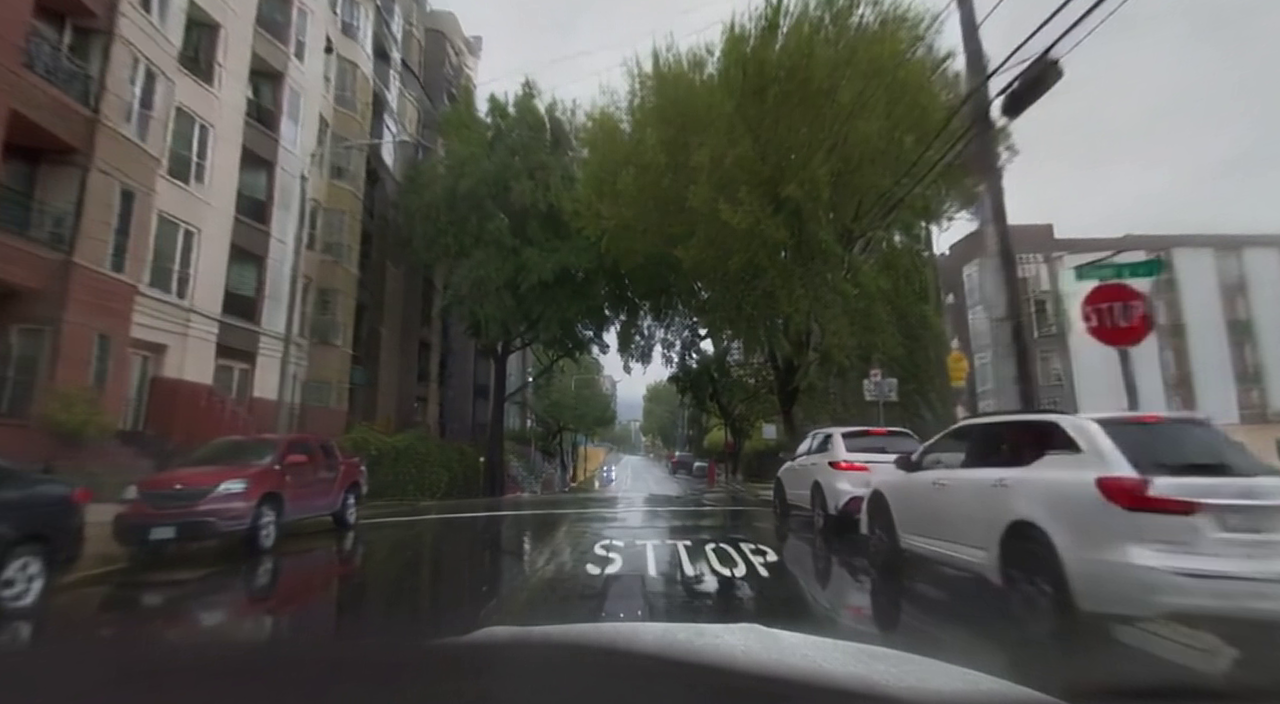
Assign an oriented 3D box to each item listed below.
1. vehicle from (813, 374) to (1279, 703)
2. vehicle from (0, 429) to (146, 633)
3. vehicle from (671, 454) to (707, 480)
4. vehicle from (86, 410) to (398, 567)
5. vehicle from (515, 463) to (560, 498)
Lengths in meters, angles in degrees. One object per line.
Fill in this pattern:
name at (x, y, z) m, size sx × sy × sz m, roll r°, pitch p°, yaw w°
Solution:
vehicle at (3.341, 1.291, 5.417) m, size 2.154 × 1.699 × 4.591 m, roll 0°, pitch -8°, yaw -4°
vehicle at (-6.283, 1.396, 4.460) m, size 2.069 × 1.647 × 4.359 m, roll -2°, pitch -8°, yaw 0°
vehicle at (3.383, 8.052, 44.425) m, size 2.051 × 1.526 × 4.673 m, roll 0°, pitch -7°, yaw -2°
vehicle at (-6.120, 2.204, 10.752) m, size 2.076 × 1.913 × 5.060 m, roll -3°, pitch -10°, yaw -1°
vehicle at (-5.887, 7.427, 36.797) m, size 1.987 × 1.662 × 4.141 m, roll -2°, pitch -8°, yaw -1°
